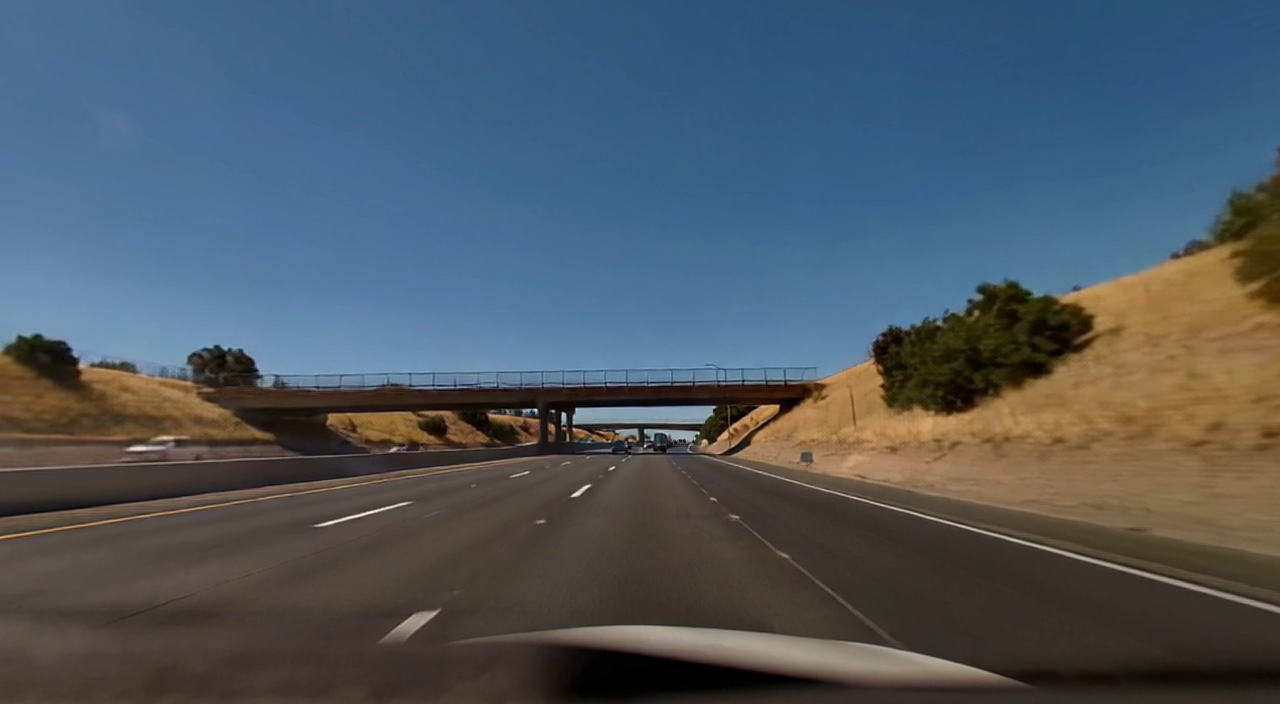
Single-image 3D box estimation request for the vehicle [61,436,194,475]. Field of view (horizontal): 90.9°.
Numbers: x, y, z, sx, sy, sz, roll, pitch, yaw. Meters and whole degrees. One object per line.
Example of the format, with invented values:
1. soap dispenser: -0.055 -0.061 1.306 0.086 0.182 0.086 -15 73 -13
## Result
1. vehicle: -24.666 5.014 30.669 1.961 1.717 5.260 0 -9 1
